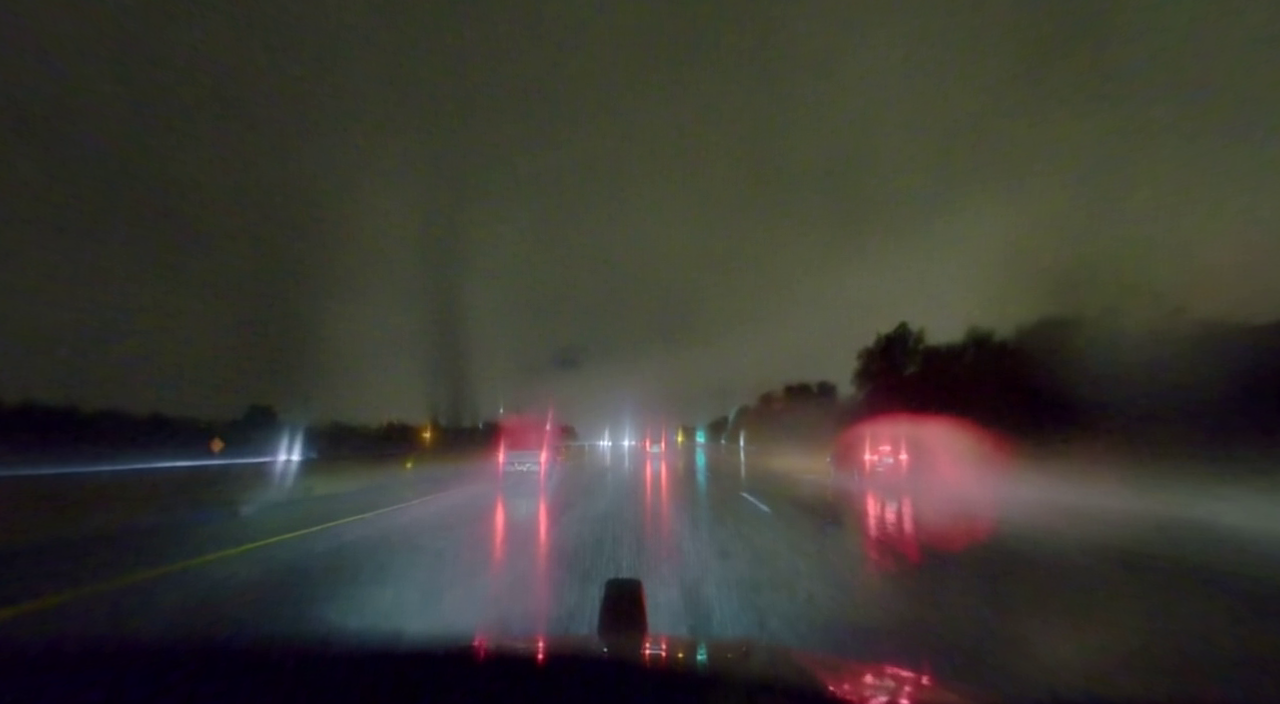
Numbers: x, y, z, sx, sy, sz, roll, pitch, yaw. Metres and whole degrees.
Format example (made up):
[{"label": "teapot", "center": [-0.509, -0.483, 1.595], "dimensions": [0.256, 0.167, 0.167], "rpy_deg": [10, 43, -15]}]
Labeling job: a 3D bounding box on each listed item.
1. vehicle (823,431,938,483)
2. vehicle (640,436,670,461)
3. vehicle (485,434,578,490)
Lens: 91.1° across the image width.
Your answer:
[{"label": "vehicle", "center": [7.765, 3.446, 20.896], "dimensions": [1.870, 1.493, 5.015], "rpy_deg": [0, -8, 0]}, {"label": "vehicle", "center": [1.081, 6.918, 45.270], "dimensions": [2.063, 1.698, 4.355], "rpy_deg": [0, -8, 1]}, {"label": "vehicle", "center": [-3.256, 3.416, 19.816], "dimensions": [2.050, 1.546, 4.344], "rpy_deg": [-1, -8, 2]}]
